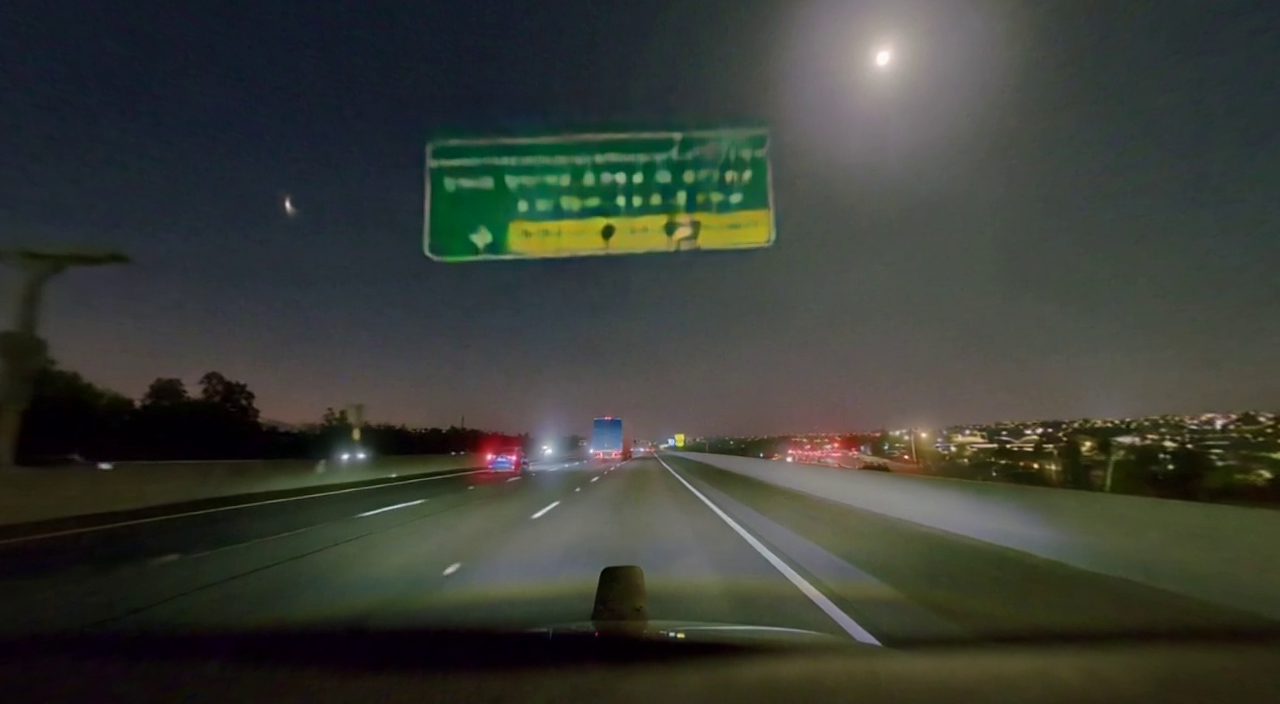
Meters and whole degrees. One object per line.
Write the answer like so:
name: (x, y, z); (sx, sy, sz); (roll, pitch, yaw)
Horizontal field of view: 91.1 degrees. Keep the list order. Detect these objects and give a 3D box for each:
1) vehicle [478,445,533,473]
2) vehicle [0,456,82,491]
vehicle: (-7.431, 5.936, 35.075); (1.901, 1.467, 4.629); (0, -8, 2)
vehicle: (-29.176, 5.673, 29.509); (1.792, 1.433, 4.360); (0, -8, 1)
